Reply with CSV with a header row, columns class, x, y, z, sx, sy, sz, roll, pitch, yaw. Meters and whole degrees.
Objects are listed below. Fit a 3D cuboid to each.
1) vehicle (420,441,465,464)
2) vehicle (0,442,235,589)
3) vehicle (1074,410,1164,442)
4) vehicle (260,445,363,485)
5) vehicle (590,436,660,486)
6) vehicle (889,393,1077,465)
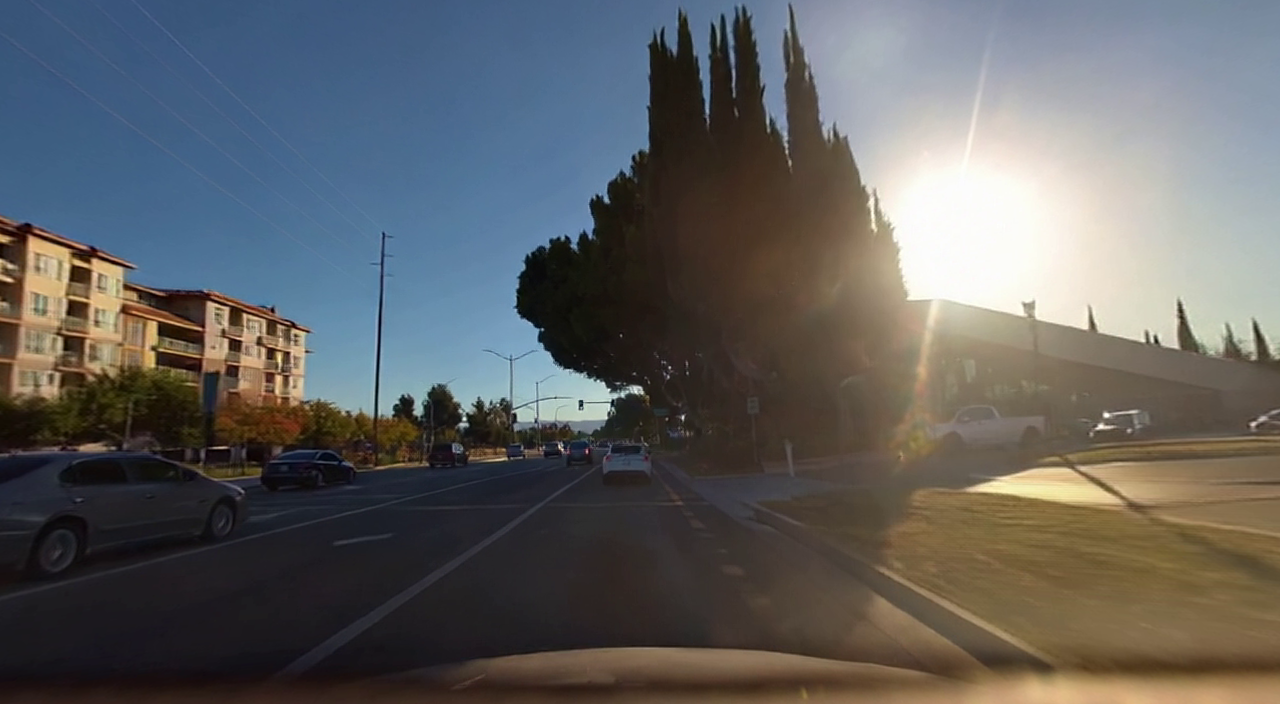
class,x,y,z,sx,sy,sz,roll,pitch,yaw
vehicle,-14.902,7.616,47.964,2.064,1.686,4.380,0,-8,-1
vehicle,-7.339,1.818,7.634,1.906,1.449,4.576,0,-8,-1
vehicle,27.774,4.262,36.689,3.745,1.450,1.750,-5,-6,-4
vehicle,-13.470,4.642,26.268,2.024,1.484,4.592,0,-8,-3
vehicle,-0.481,3.580,21.106,2.099,1.469,4.389,0,-8,-1
vehicle,12.490,2.818,23.317,5.253,2.014,2.666,-5,-7,-5
